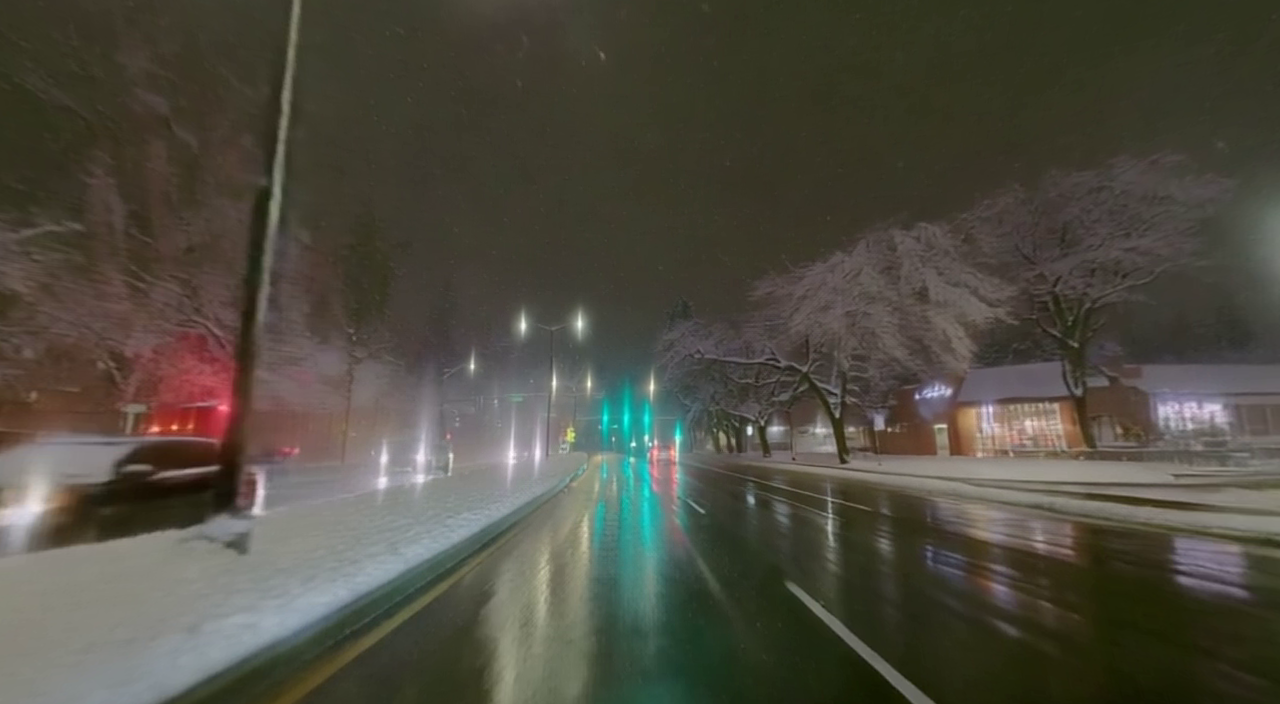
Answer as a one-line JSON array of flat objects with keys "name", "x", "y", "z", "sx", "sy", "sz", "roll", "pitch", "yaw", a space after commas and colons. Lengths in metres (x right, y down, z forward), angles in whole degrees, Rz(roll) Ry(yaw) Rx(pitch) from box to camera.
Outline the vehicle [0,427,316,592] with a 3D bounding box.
[{"name": "vehicle", "x": -6.693, "y": 1.851, "z": 8.745, "sx": 2.180, "sy": 1.556, "sz": 5.130, "roll": 2, "pitch": -7, "yaw": -7}]

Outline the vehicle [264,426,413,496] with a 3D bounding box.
[{"name": "vehicle", "x": -8.746, "y": 3.135, "z": 18.951, "sx": 2.183, "sy": 1.769, "sz": 4.972, "roll": 1, "pitch": -7, "yaw": -3}]

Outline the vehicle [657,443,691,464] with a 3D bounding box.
[{"name": "vehicle", "x": 2.444, "y": 7.382, "z": 46.154, "sx": 1.913, "sy": 1.473, "sz": 4.360, "roll": 0, "pitch": -8, "yaw": -4}]

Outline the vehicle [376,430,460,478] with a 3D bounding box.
[{"name": "vehicle", "x": -9.057, "y": 4.146, "z": 26.262, "sx": 2.016, "sy": 1.766, "sz": 5.155, "roll": 0, "pitch": -7, "yaw": -4}]

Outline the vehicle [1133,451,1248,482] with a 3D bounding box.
[{"name": "vehicle", "x": 28.030, "y": 5.808, "z": 32.231, "sx": 4.458, "sy": 1.465, "sz": 1.875, "roll": 1, "pitch": -9, "yaw": -10}]
